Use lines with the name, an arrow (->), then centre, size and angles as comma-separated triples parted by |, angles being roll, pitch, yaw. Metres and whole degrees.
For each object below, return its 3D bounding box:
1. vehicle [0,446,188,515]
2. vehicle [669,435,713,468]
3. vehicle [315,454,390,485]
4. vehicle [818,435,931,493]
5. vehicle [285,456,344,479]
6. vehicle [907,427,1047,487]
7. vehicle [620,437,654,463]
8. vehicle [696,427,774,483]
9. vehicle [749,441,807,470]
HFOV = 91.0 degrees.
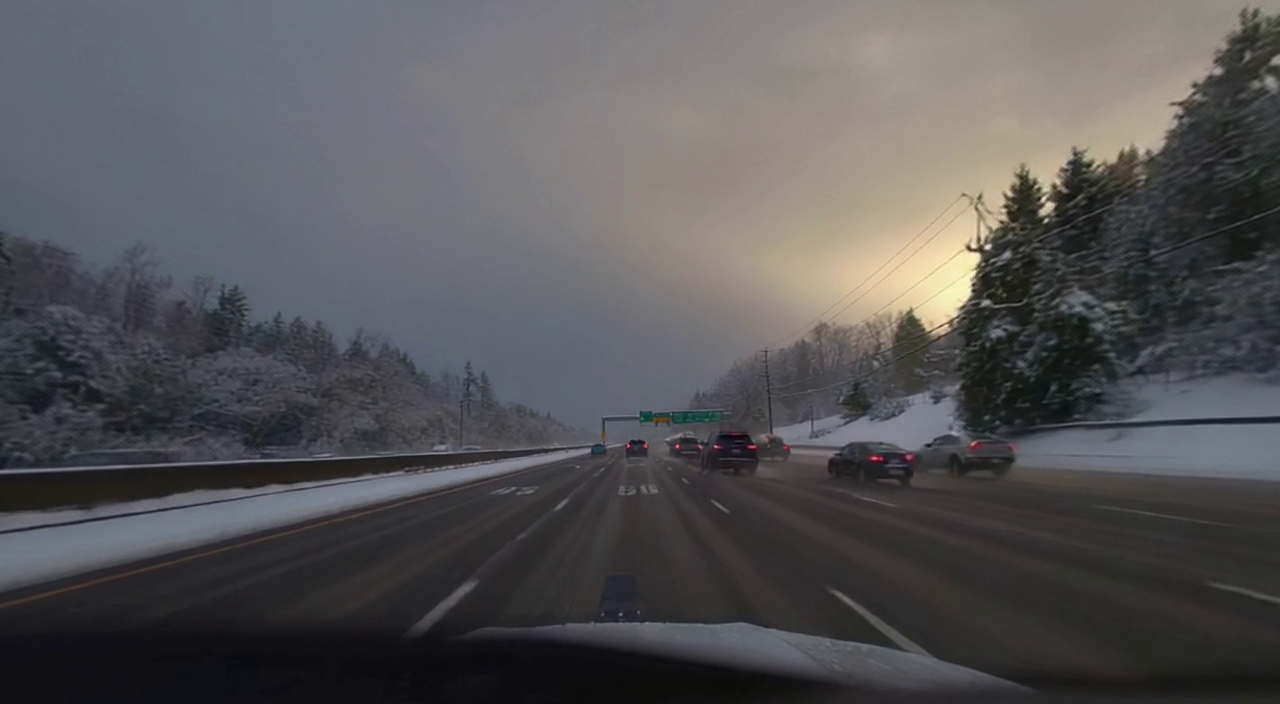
vehicle -> -18.940, 4.282, 21.775 | 2.413, 2.039, 5.671 | 0, -8, -1
vehicle -> 2.984, 6.006, 38.128 | 2.152, 1.821, 4.853 | 0, -8, -1
vehicle -> -15.297, 6.244, 33.796 | 1.878, 1.486, 4.580 | 0, -8, 0
vehicle -> 6.830, 3.289, 18.800 | 1.836, 1.527, 3.783 | 0, -8, -1
vehicle -> -23.301, 8.246, 45.194 | 1.794, 1.456, 4.630 | 0, -8, -1
vehicle -> 10.693, 3.366, 20.478 | 1.925, 1.708, 4.643 | 0, -8, -1
vehicle -> -0.240, 7.157, 45.979 | 2.314, 1.796, 4.254 | 0, -8, -1
vehicle -> 3.485, 3.894, 24.052 | 2.095, 1.886, 4.727 | 0, -8, -2
vehicle -> 7.437, 5.595, 34.306 | 1.964, 1.475, 4.310 | 0, -8, -3
